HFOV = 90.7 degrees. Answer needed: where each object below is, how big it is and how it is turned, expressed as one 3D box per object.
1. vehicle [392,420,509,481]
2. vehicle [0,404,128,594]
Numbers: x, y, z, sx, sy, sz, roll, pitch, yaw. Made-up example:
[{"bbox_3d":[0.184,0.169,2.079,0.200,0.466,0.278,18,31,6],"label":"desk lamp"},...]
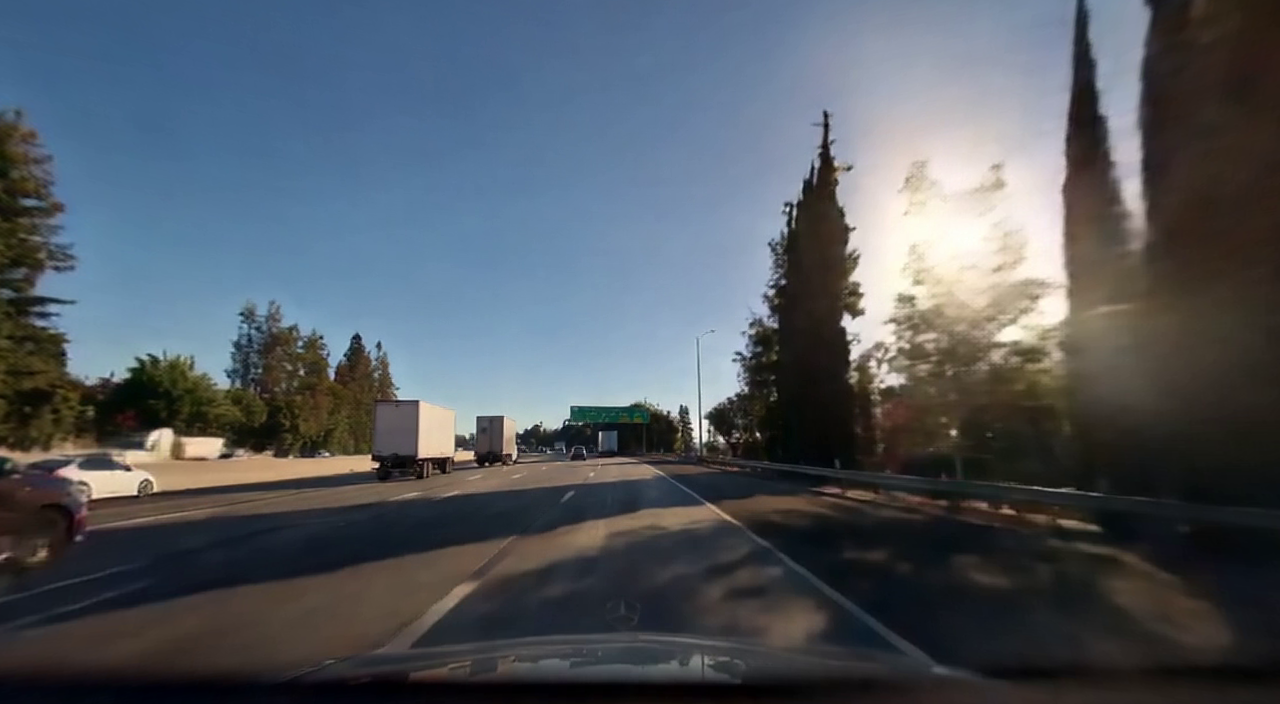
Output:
[{"bbox_3d":[-9.908,5.430,35.327,3.270,2.674,14.547,1,-8,-5],"label":"vehicle"},{"bbox_3d":[-7.073,1.225,4.828,2.093,1.785,5.303,0,-8,-3],"label":"vehicle"}]
